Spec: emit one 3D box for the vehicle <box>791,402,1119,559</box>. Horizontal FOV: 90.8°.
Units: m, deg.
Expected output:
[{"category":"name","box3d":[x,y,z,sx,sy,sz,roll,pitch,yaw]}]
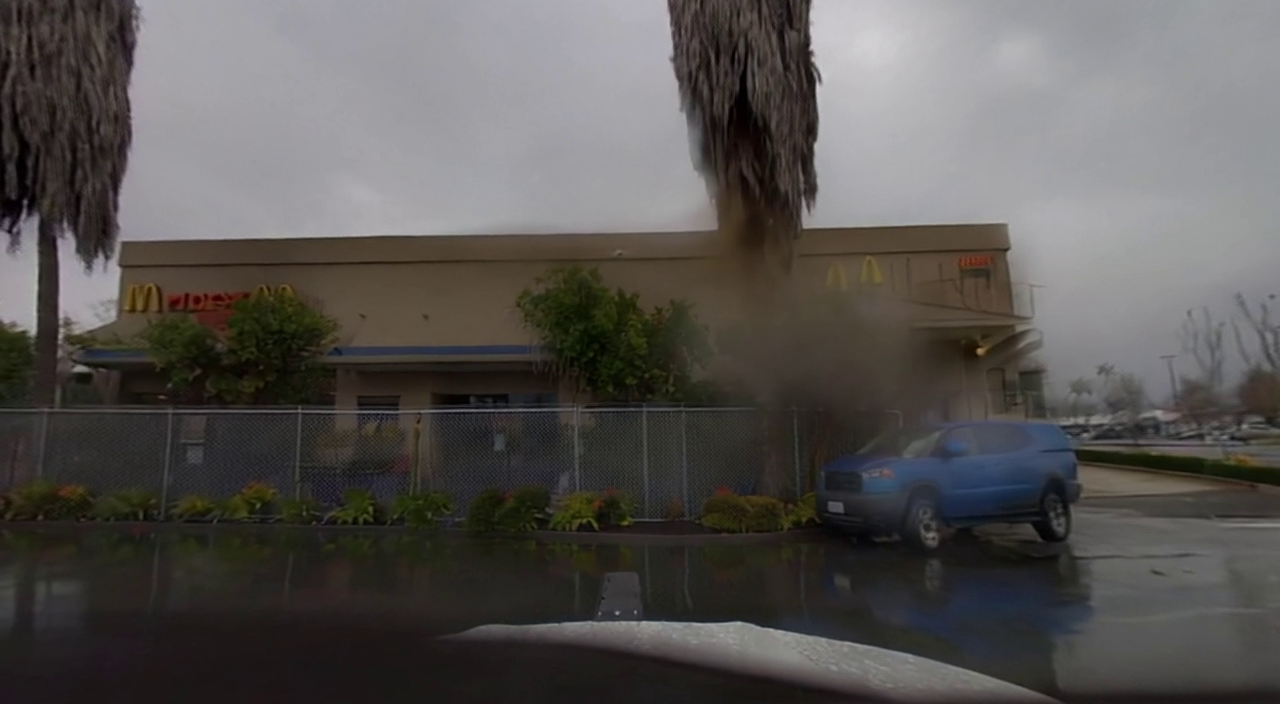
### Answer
[{"category":"vehicle","box3d":[4.624,1.732,9.278,4.365,1.791,2.073,4,-8,-28]}]
